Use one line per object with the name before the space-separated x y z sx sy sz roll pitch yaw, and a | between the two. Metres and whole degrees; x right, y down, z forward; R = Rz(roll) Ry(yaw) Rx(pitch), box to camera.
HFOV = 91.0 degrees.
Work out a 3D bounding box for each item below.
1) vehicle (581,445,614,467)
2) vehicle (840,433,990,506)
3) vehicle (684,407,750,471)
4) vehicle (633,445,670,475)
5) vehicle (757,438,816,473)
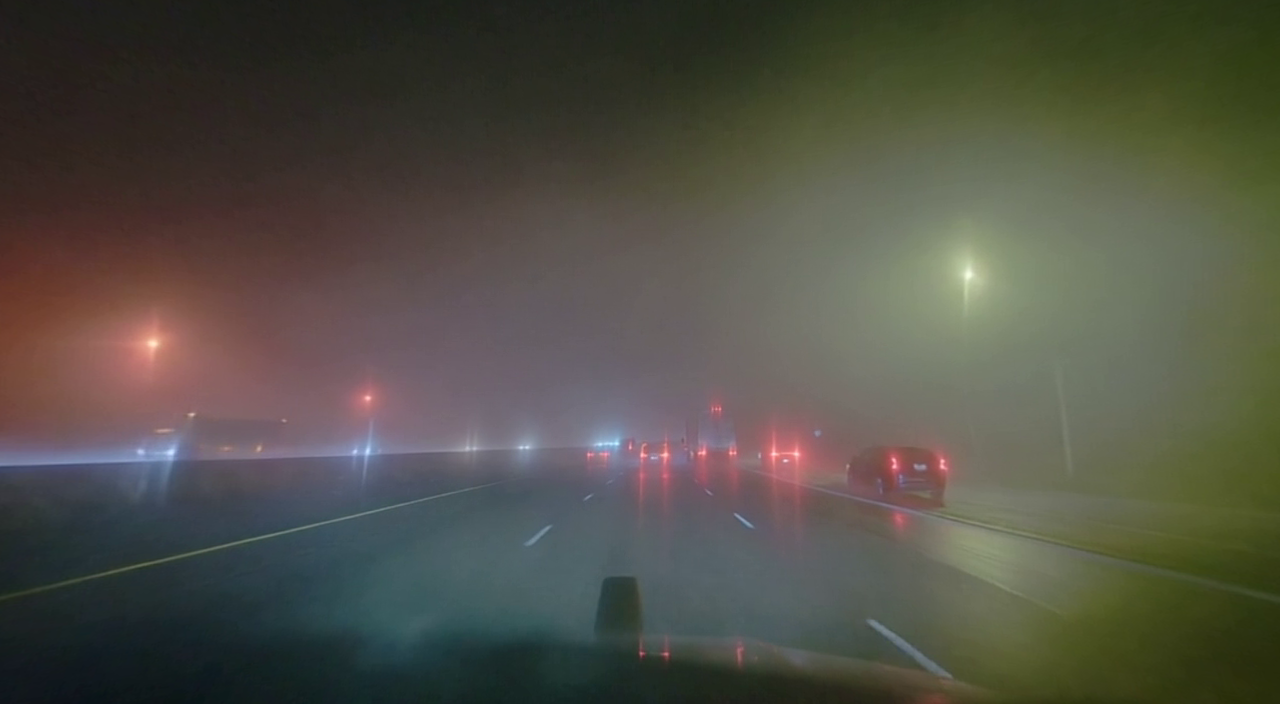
vehicle | -3.108 7.719 46.809 2.132 1.506 4.256 0 -9 0
vehicle | 7.133 3.089 16.975 2.044 1.676 4.421 0 -9 0
vehicle | 4.769 5.768 41.400 3.130 3.607 11.129 0 -9 1
vehicle | 0.611 5.774 33.921 1.866 1.492 3.932 0 -9 1
vehicle | 7.998 5.688 34.849 2.143 1.775 4.729 0 -9 0
